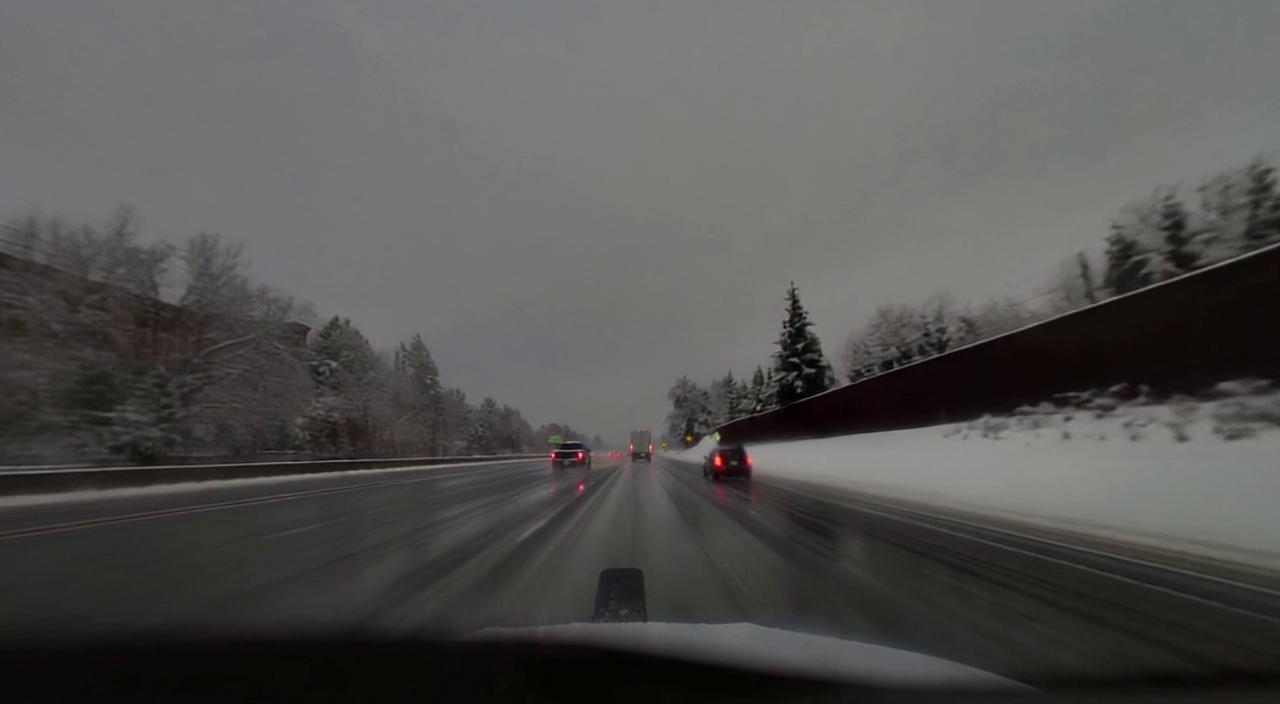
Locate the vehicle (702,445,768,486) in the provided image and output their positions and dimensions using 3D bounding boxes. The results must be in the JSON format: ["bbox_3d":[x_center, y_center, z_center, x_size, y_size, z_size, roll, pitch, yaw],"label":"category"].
[{"bbox_3d":[3.838,4.668,26.267,1.973,1.536,4.337,0,-9,-2],"label":"vehicle"}]

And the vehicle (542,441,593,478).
[{"bbox_3d":[-3.724,5.612,33.086,2.014,1.811,4.369,0,-9,2],"label":"vehicle"}]
